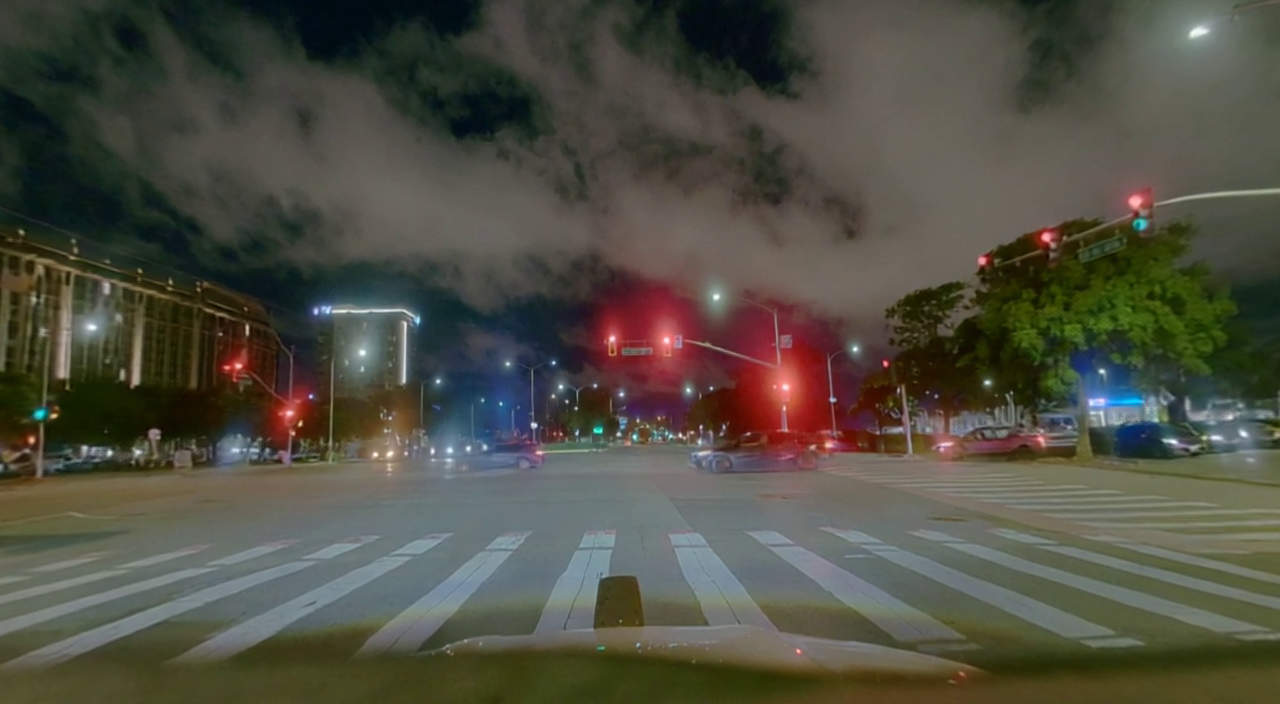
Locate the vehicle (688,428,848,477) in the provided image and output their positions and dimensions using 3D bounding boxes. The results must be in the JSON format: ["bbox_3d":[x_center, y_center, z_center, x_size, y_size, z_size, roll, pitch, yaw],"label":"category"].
[{"bbox_3d":[4.198,3.357,21.214,4.916,1.504,1.846,0,-8,-5],"label":"vehicle"}]

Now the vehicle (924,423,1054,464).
[{"bbox_3d":[15.445,4.098,28.201,4.571,1.698,1.977,-2,-9,8],"label":"vehicle"}]

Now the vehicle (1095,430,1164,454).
[{"bbox_3d":[33.207,6.147,43.050,2.090,1.494,4.321,-3,-9,15],"label":"vehicle"}]

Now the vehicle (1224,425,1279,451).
[{"bbox_3d":[42.266,5.714,41.945,2.037,1.614,5.175,0,-8,0],"label":"vehicle"}]

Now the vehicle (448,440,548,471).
[{"bbox_3d":[-6.333,4.668,28.457,4.046,1.306,1.719,-1,-8,3],"label":"vehicle"}]

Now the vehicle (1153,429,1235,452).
[{"bbox_3d":[36.575,5.903,41.837,1.726,1.429,4.163,-1,-8,2],"label":"vehicle"}]
